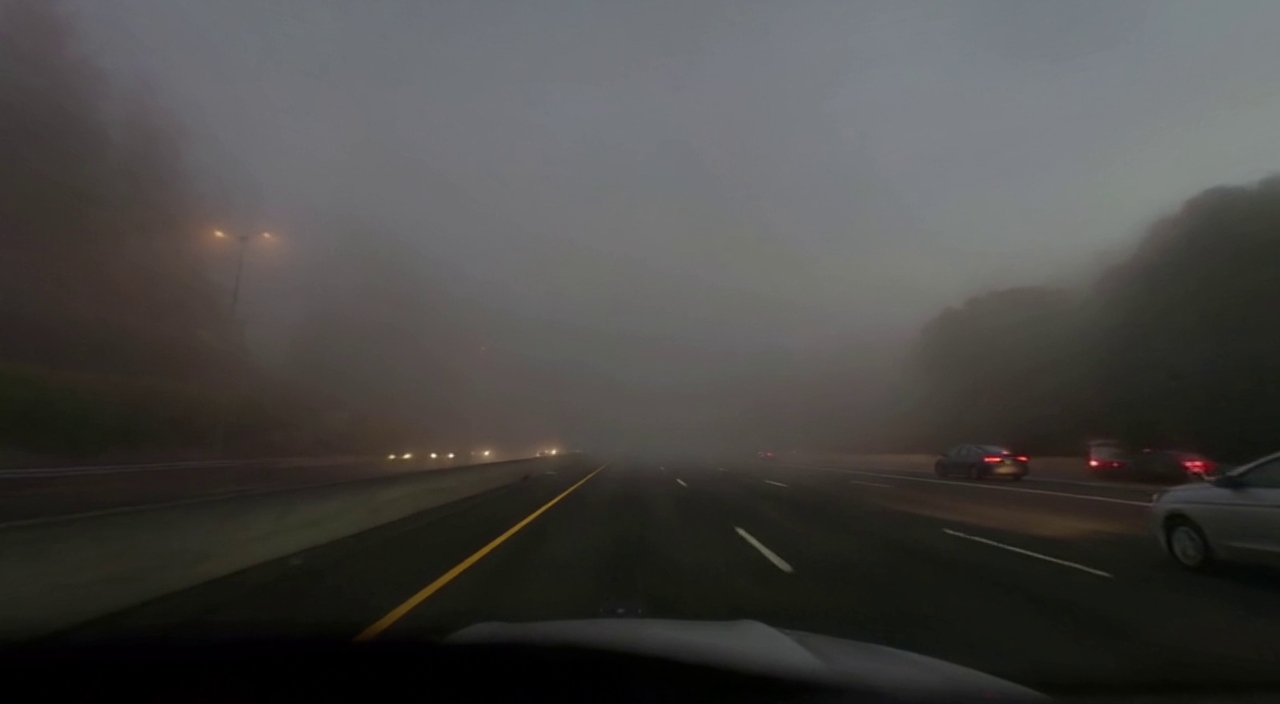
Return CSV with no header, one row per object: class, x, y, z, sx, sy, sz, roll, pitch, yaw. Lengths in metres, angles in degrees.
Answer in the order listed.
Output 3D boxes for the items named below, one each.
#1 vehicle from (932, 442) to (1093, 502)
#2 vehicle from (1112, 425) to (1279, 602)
vehicle,9.906,3.201,17.247,1.836,1.418,4.132,0,-9,-1
vehicle,6.279,1.273,4.764,1.821,1.470,4.633,0,-9,0
